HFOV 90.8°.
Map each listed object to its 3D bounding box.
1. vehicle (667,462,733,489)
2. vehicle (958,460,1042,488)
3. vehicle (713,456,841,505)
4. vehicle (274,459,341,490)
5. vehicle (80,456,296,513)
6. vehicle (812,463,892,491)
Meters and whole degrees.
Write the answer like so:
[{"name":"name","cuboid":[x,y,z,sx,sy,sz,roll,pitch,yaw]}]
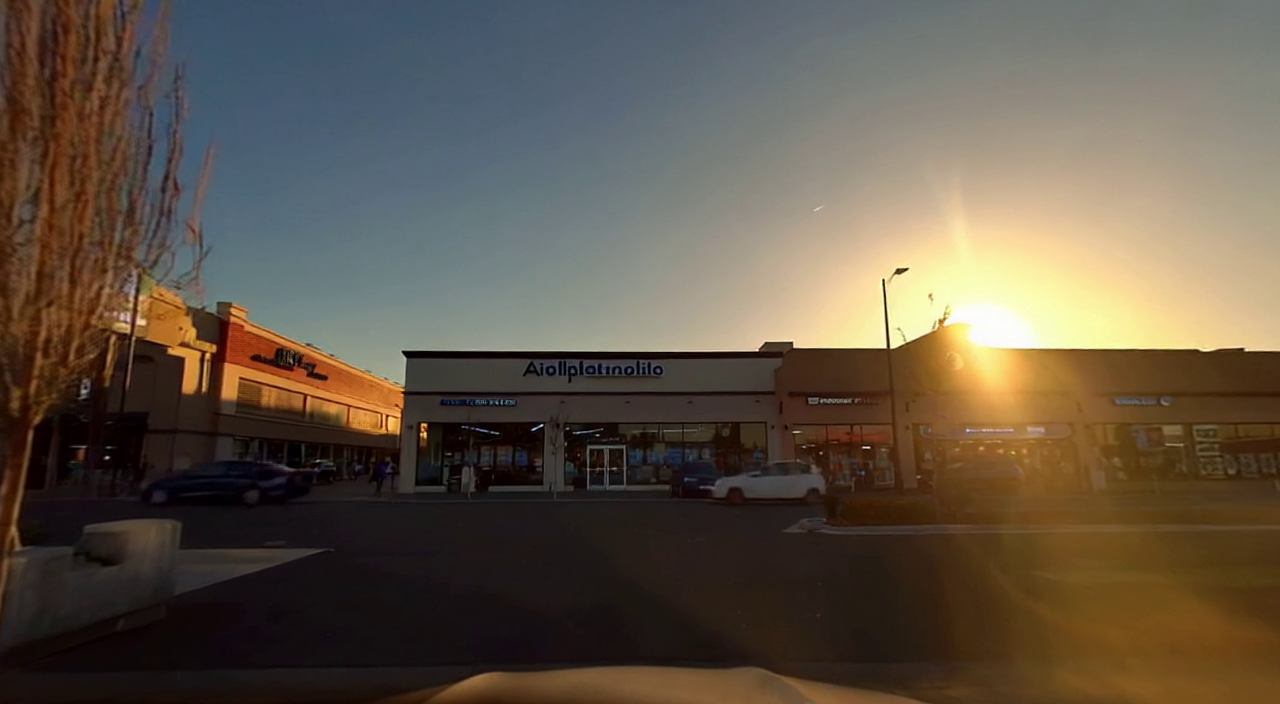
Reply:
[{"name":"vehicle","cuboid":[3.646,7.600,39.179,1.812,1.468,4.519,5,-10,-29]},{"name":"vehicle","cuboid":[25.780,8.689,45.323,4.838,1.799,1.914,-7,-11,39]},{"name":"vehicle","cuboid":[4.808,4.552,22.570,4.073,1.609,1.813,1,-9,-4]},{"name":"vehicle","cuboid":[-19.976,7.287,37.865,4.596,1.680,1.936,-7,-11,41]},{"name":"vehicle","cuboid":[-12.915,3.800,18.368,4.661,1.478,1.878,1,-9,-7]},{"name":"vehicle","cuboid":[13.014,7.678,38.999,1.791,1.453,4.593,5,-10,-29]}]
